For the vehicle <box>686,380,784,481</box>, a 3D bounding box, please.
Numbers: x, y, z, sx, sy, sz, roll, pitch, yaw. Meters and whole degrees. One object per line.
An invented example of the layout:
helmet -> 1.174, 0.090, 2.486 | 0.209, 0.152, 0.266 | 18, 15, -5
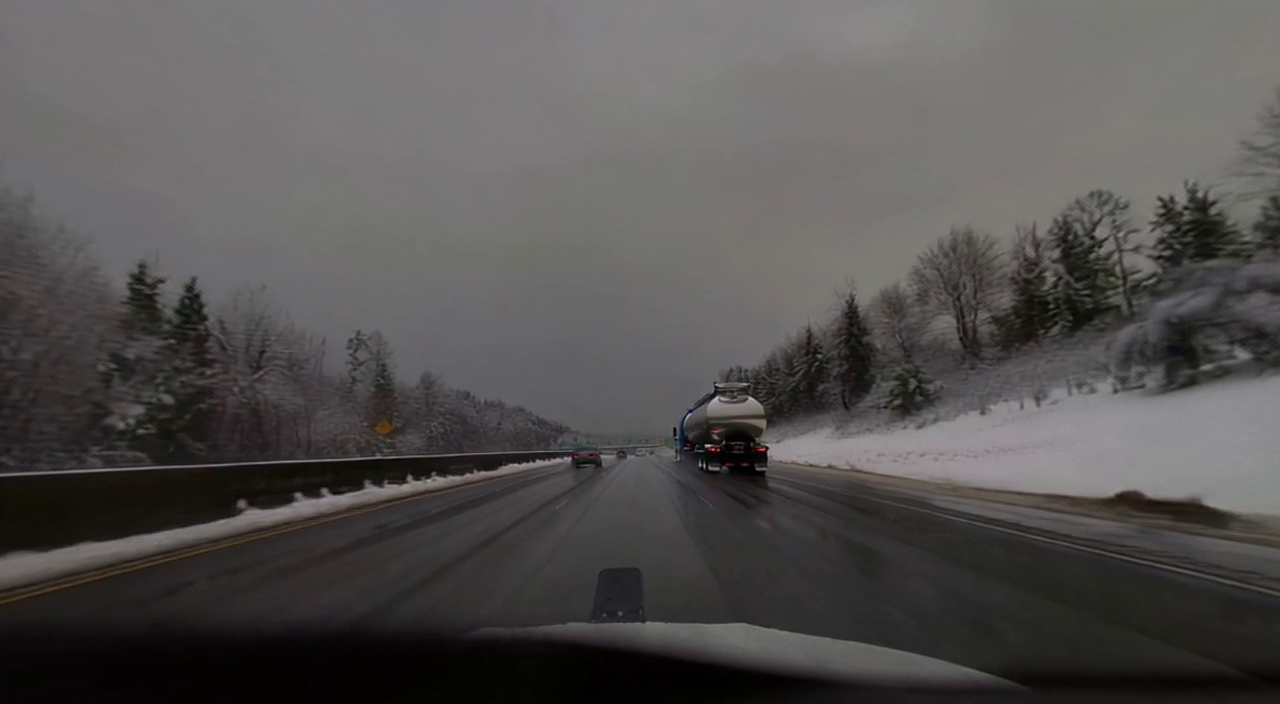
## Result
vehicle -> 3.892, 3.664, 28.445 | 2.759, 3.734, 9.708 | 0, -9, -1

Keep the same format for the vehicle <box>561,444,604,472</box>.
vehicle -> -3.249, 6.084, 36.422 | 1.986, 1.458, 4.506 | 0, -9, 1
